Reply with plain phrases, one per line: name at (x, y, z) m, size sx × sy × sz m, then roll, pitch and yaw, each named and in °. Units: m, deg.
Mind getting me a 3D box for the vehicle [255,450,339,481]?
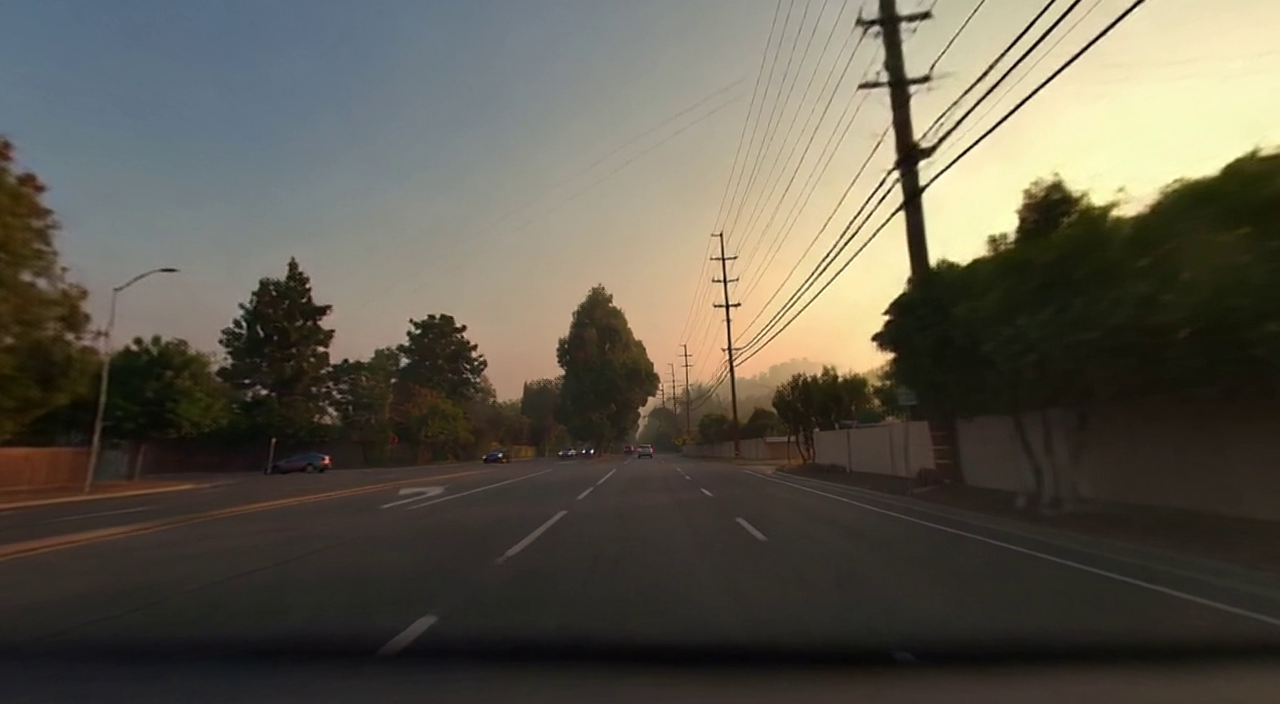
vehicle at (-21.537, 7.095, 39.431) m, size 4.600 × 1.809 × 2.153 m, roll -4°, pitch -9°, yaw 23°
